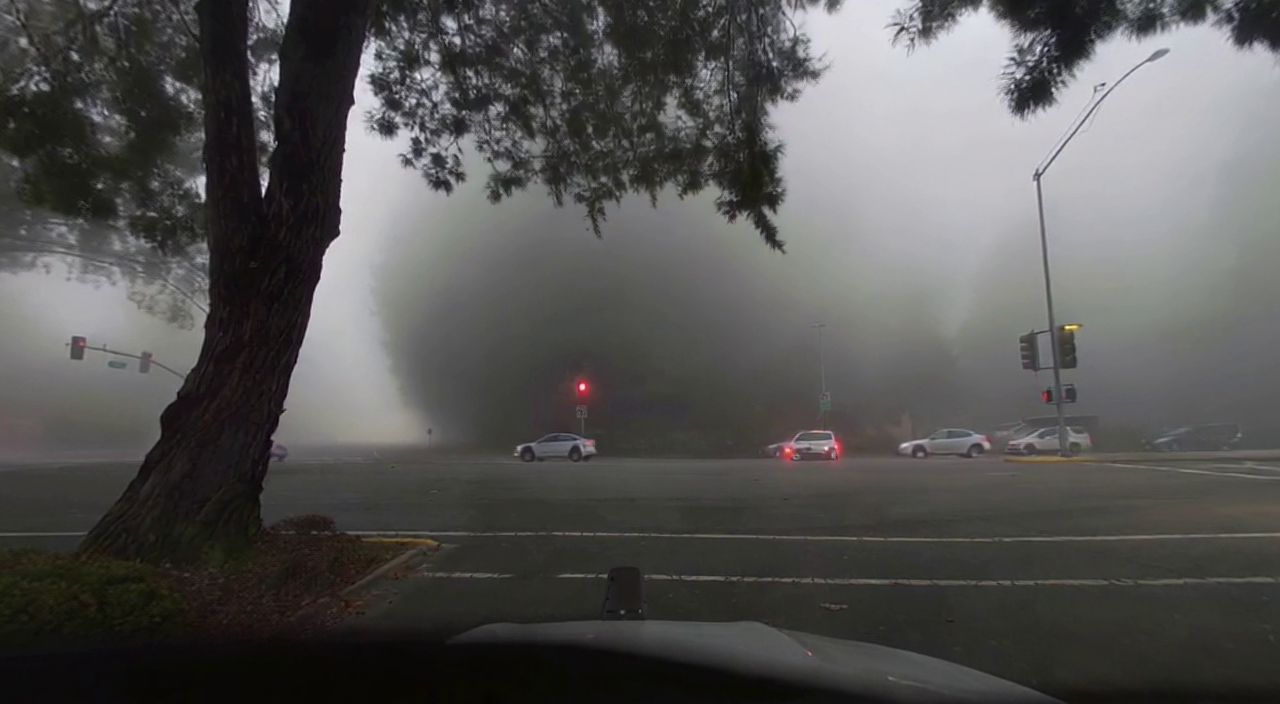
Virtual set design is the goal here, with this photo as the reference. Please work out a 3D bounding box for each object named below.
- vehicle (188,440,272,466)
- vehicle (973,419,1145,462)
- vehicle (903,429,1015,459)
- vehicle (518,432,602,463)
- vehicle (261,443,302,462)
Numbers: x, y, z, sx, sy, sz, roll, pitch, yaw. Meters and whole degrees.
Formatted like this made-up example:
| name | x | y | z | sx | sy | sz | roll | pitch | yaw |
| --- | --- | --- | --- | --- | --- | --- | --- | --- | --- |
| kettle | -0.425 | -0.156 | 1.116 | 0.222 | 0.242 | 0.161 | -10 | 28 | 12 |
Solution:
| name | x | y | z | sx | sy | sz | roll | pitch | yaw |
| --- | --- | --- | --- | --- | --- | --- | --- | --- | --- |
| vehicle | -26.516 | 6.543 | 40.927 | 4.370 | 1.592 | 1.886 | -2 | -9 | 10 |
| vehicle | 15.024 | 3.214 | 22.945 | 4.749 | 1.461 | 1.892 | -1 | -9 | 9 |
| vehicle | 16.583 | 4.802 | 33.094 | 4.801 | 1.494 | 1.915 | -2 | -9 | 10 |
| vehicle | -4.688 | 5.647 | 37.340 | 4.590 | 1.701 | 1.881 | -2 | -9 | 11 |
| vehicle | -28.077 | 7.855 | 49.628 | 2.235 | 1.417 | 4.272 | 3 | -9 | -22 |
